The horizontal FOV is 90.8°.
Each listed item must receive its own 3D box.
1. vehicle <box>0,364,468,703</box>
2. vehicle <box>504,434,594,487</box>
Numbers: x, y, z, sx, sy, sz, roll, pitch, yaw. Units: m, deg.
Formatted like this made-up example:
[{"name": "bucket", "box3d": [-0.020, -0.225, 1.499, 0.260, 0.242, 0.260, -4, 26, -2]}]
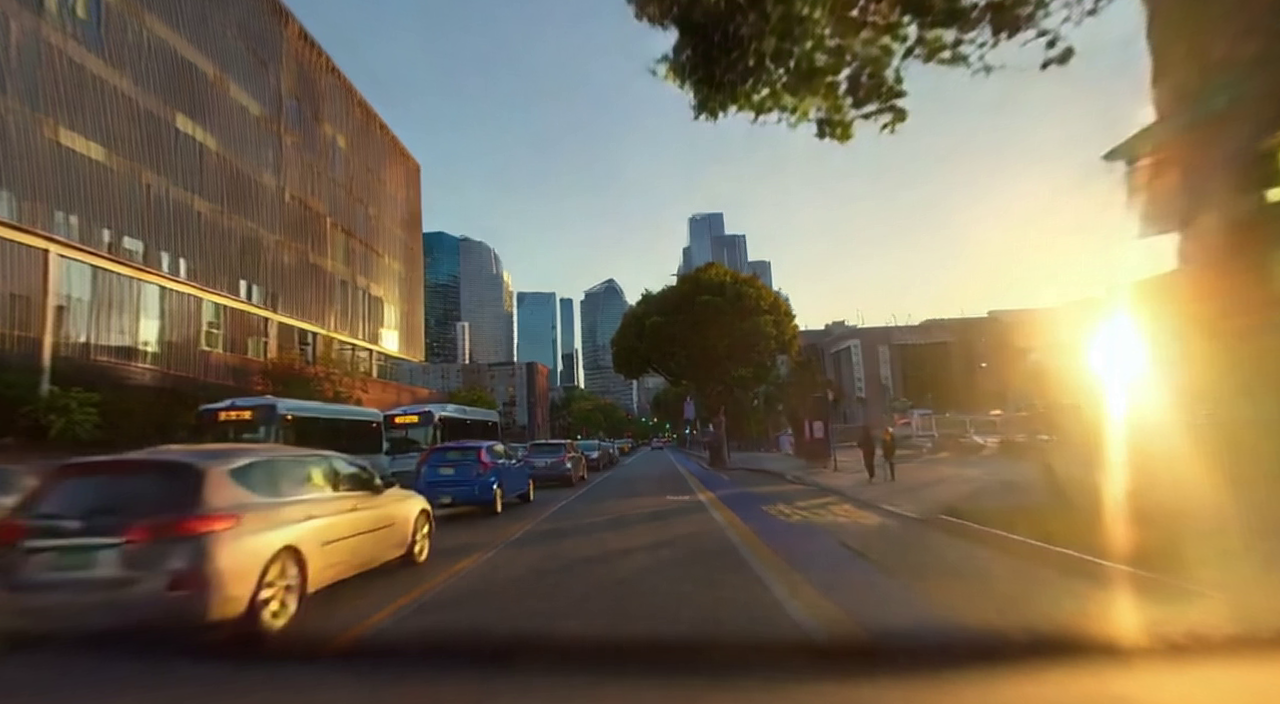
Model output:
[{"name": "vehicle", "box3d": [-3.352, 1.292, 5.693, 2.225, 1.848, 4.472, 0, -8, 2]}, {"name": "vehicle", "box3d": [-3.043, 3.735, 22.294, 2.266, 1.621, 4.783, -1, -8, 3]}]
